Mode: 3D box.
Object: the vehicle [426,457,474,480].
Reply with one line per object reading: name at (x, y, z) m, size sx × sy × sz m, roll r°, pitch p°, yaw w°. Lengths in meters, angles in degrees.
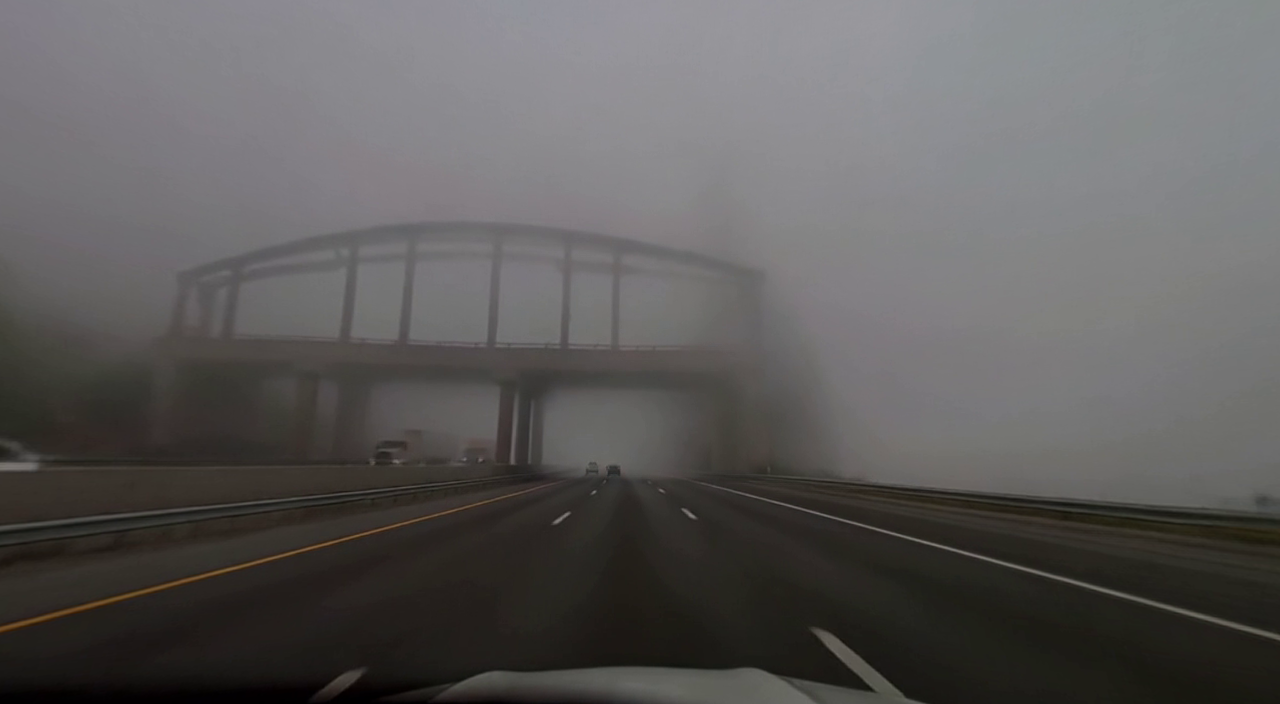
vehicle at (-13.401, 8.239, 44.685) m, size 1.965 × 1.509 × 4.731 m, roll 1°, pitch -10°, yaw -1°
